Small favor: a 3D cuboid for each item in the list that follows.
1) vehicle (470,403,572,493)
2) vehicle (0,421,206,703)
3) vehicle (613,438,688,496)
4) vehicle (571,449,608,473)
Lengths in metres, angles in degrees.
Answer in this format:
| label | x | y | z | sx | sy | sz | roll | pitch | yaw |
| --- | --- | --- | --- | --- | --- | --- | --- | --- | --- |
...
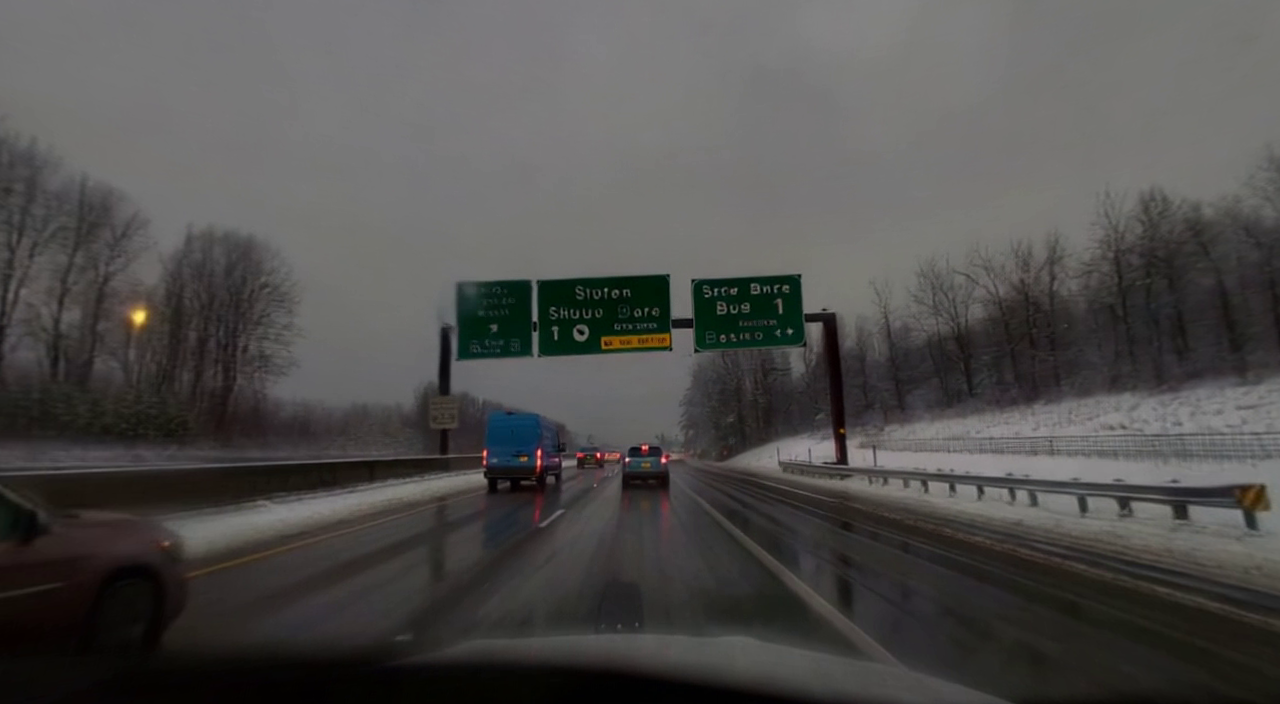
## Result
| label | x | y | z | sx | sy | sz | roll | pitch | yaw |
| --- | --- | --- | --- | --- | --- | --- | --- | --- | --- |
| vehicle | -3.918 | 3.366 | 22.001 | 2.275 | 2.692 | 5.810 | -1 | -9 | 2 |
| vehicle | -3.834 | 0.944 | 2.029 | 1.977 | 1.485 | 3.973 | 0 | -9 | 0 |
| vehicle | 0.362 | 3.688 | 20.418 | 2.195 | 1.679 | 4.070 | -1 | -9 | 2 |
| vehicle | -3.228 | 7.052 | 40.778 | 2.015 | 1.496 | 4.312 | 0 | -9 | 1 |
